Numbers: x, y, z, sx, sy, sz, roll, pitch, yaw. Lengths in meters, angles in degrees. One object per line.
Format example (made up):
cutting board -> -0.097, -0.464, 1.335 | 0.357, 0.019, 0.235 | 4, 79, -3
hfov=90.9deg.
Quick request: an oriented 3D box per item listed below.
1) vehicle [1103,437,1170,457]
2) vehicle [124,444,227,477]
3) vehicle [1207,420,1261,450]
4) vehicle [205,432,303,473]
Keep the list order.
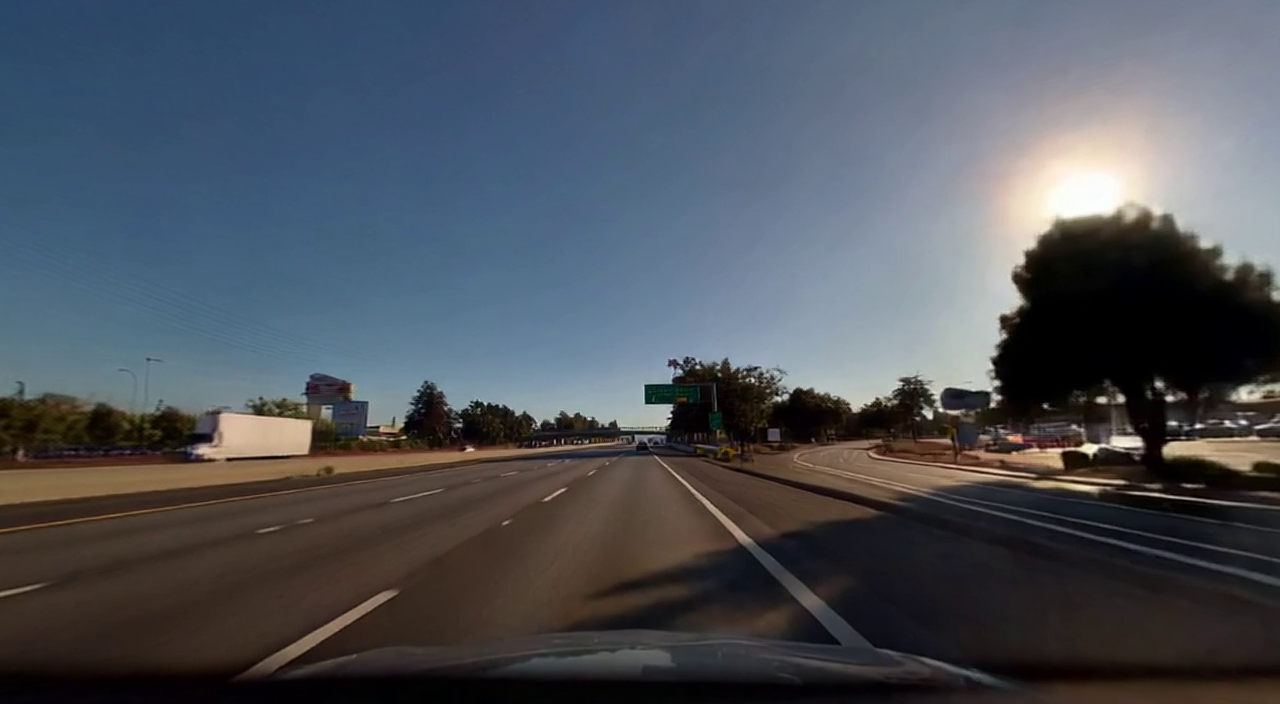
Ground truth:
vehicle -> 34.915, 6.683, 44.348 | 4.865, 1.367, 2.082 | 5, -10, -32
vehicle -> -25.140, 5.841, 34.373 | 1.961, 1.634, 4.758 | 0, -8, 0
vehicle -> 39.836, 5.541, 42.276 | 2.209, 1.949, 1.850 | 4, -8, -28
vehicle -> -29.236, 7.594, 48.360 | 2.256, 2.796, 8.592 | 0, -7, -1
